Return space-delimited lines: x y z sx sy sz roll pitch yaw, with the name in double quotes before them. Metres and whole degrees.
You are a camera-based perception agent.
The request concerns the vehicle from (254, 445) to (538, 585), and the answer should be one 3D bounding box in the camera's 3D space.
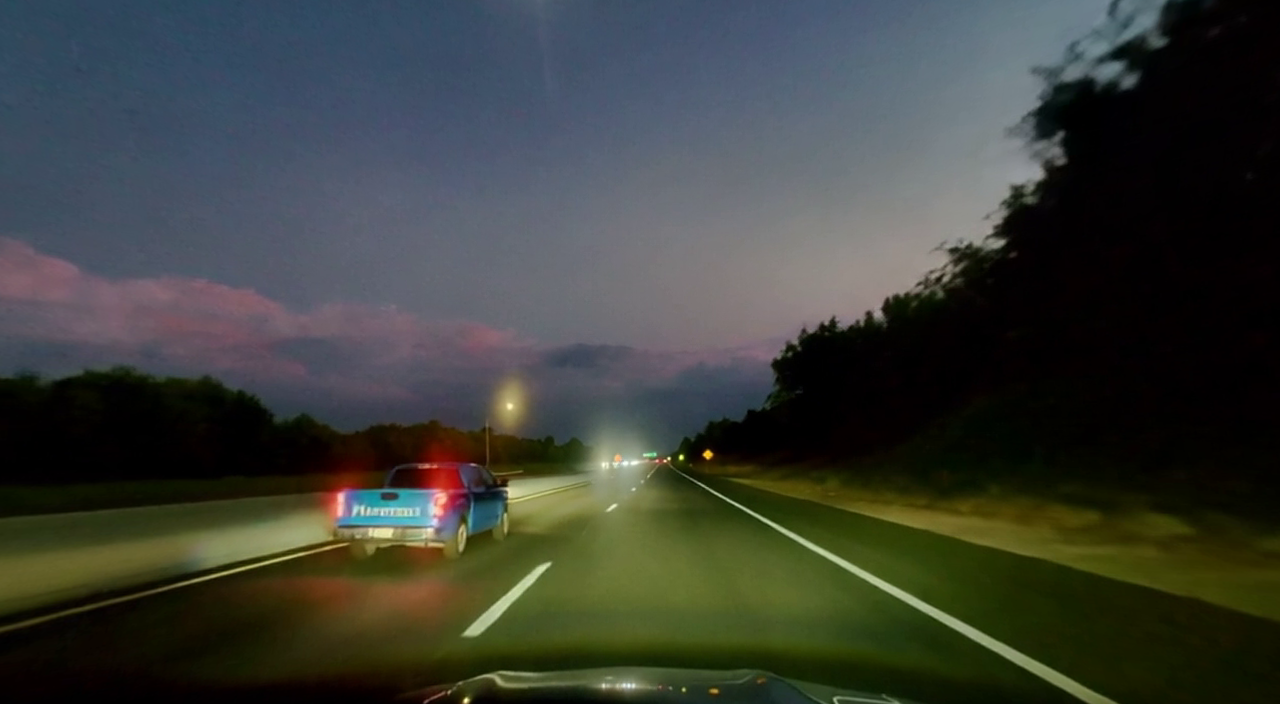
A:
"vehicle" -3.123 2.259 9.551 2.135 1.506 5.041 0 -10 2
